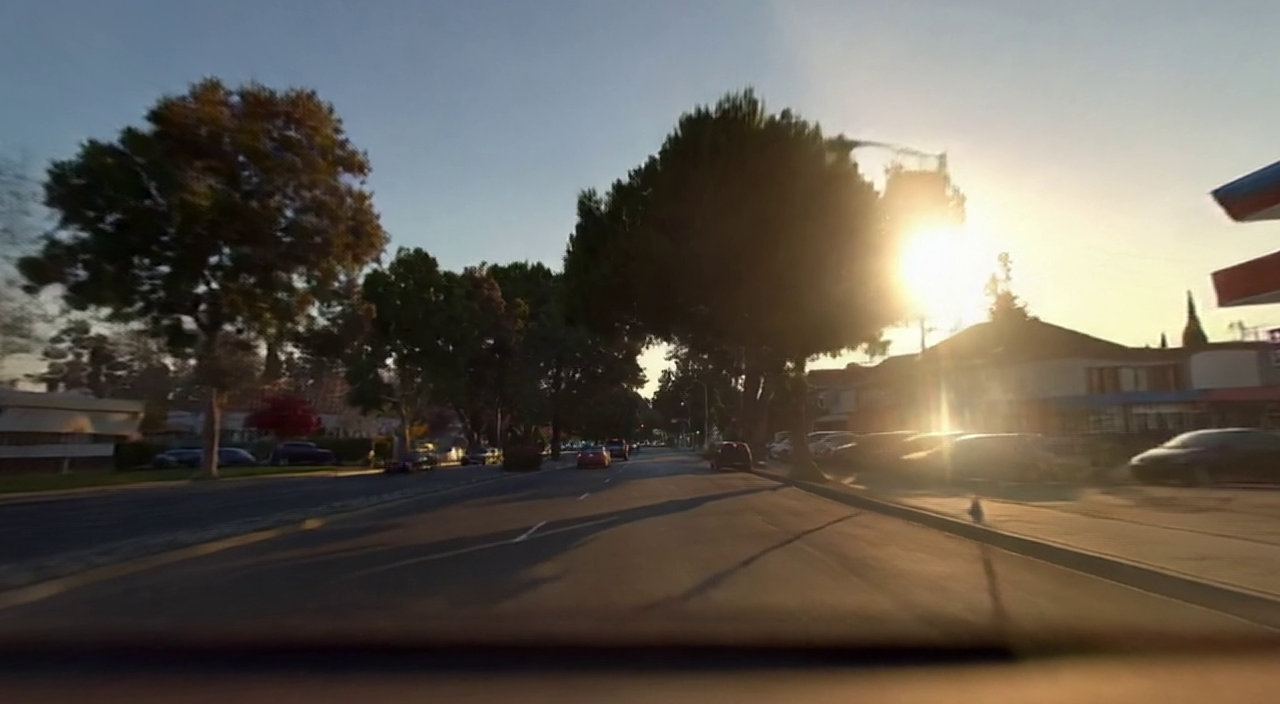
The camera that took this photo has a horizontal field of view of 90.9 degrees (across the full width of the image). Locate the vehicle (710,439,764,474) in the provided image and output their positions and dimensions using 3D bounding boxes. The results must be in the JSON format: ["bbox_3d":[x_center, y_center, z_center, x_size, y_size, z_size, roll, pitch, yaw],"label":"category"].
[{"bbox_3d":[4.978,5.428,32.932,2.179,1.709,4.512,0,-9,1],"label":"vehicle"}]

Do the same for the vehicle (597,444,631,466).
[{"bbox_3d":[-1.706,6.955,42.729,1.959,1.406,4.272,0,-9,2],"label":"vehicle"}]

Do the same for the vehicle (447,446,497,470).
[{"bbox_3d":[-10.480,6.614,39.613,1.801,1.407,4.270,0,-9,2],"label":"vehicle"}]

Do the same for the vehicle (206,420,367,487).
[{"bbox_3d":[-18.516,5.427,34.116,2.953,3.076,9.336,0,-9,3],"label":"vehicle"}]

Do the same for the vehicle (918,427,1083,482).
[{"bbox_3d":[12.315,3.530,21.771,4.454,1.776,1.891,0,-9,1],"label":"vehicle"}]

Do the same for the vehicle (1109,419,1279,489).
[{"bbox_3d":[15.826,2.836,17.627,1.823,1.669,4.863,-1,-9,3],"label":"vehicle"}]

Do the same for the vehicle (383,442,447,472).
[{"bbox_3d":[-14.213,6.643,40.151,2.163,1.761,4.811,0,-9,2],"label":"vehicle"}]
